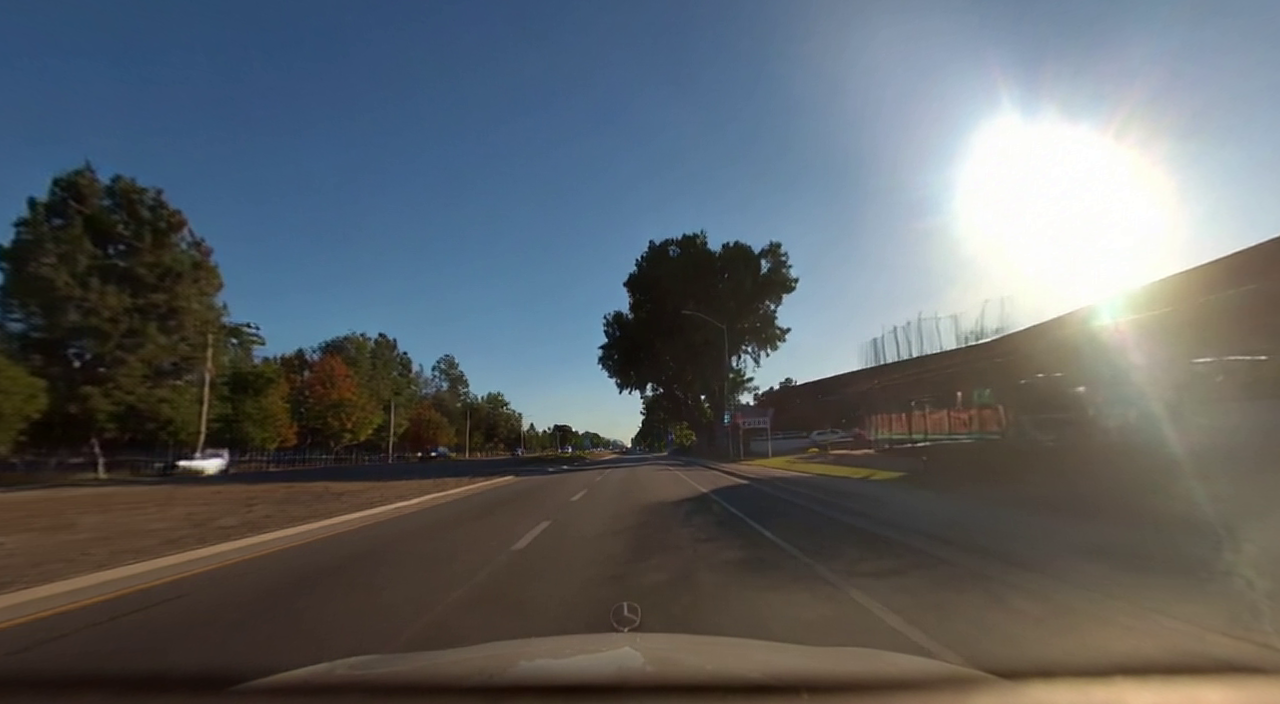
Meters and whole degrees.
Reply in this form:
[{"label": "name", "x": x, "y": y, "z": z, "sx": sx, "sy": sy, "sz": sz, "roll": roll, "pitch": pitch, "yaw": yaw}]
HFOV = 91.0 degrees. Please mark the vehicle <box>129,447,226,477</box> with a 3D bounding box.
[{"label": "vehicle", "x": -24.485, "y": 5.825, "z": 33.563, "sx": 1.826, "sy": 1.506, "sz": 4.293, "roll": 0, "pitch": -9, "yaw": 1}]
